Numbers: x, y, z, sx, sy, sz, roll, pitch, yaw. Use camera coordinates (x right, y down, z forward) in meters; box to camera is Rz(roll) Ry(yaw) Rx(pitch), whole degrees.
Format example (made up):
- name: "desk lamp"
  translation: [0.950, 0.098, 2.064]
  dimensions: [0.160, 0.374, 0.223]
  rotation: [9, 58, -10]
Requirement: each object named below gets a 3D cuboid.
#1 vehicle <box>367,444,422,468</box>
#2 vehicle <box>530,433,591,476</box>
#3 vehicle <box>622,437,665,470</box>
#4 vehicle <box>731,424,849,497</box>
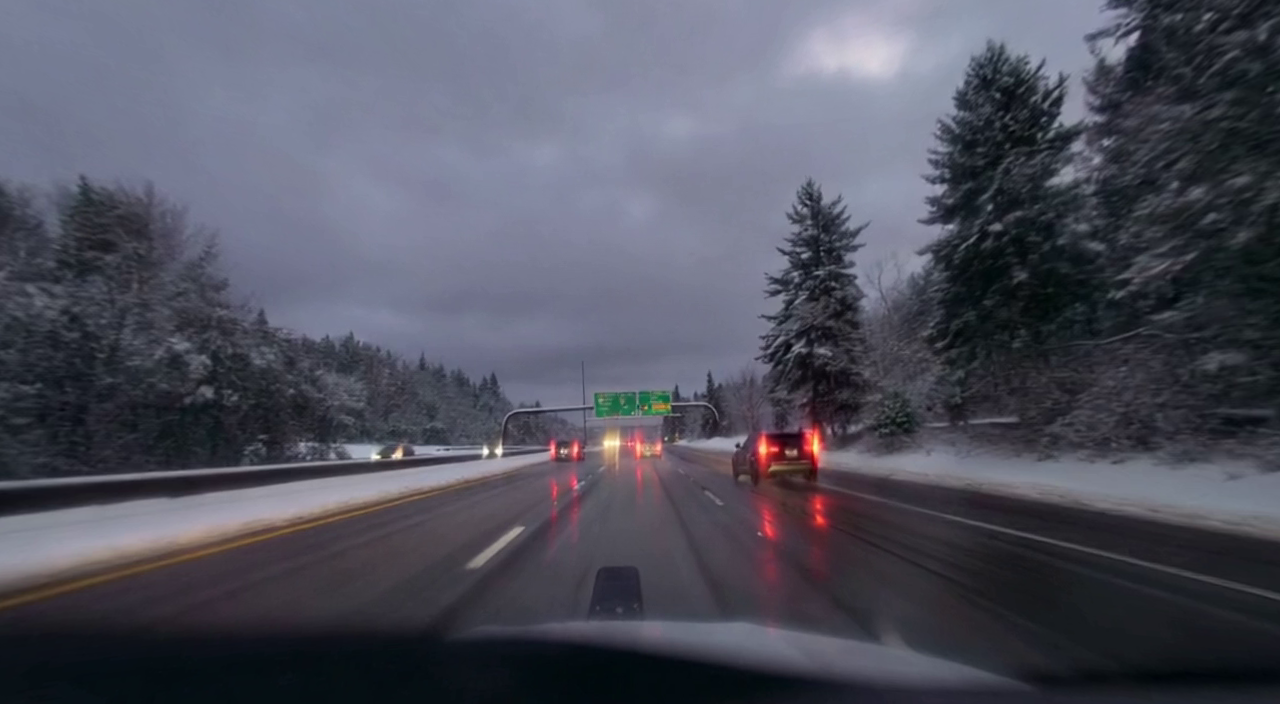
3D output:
- name: "vehicle"
  translation: [-17.149, 7.277, 44.116]
  dimensions: [1.787, 1.517, 4.537]
  rotation: [-1, -8, 4]
- name: "vehicle"
  translation: [-3.330, 4.374, 27.126]
  dimensions: [2.044, 1.682, 4.201]
  rotation: [0, -8, 1]
- name: "vehicle"
  translation: [0.195, 5.119, 31.774]
  dimensions: [2.049, 1.542, 3.816]
  rotation: [0, -8, 1]
- name: "vehicle"
  translation: [3.865, 2.874, 17.071]
  dimensions: [2.025, 1.707, 4.279]
  rotation: [0, -8, -2]
